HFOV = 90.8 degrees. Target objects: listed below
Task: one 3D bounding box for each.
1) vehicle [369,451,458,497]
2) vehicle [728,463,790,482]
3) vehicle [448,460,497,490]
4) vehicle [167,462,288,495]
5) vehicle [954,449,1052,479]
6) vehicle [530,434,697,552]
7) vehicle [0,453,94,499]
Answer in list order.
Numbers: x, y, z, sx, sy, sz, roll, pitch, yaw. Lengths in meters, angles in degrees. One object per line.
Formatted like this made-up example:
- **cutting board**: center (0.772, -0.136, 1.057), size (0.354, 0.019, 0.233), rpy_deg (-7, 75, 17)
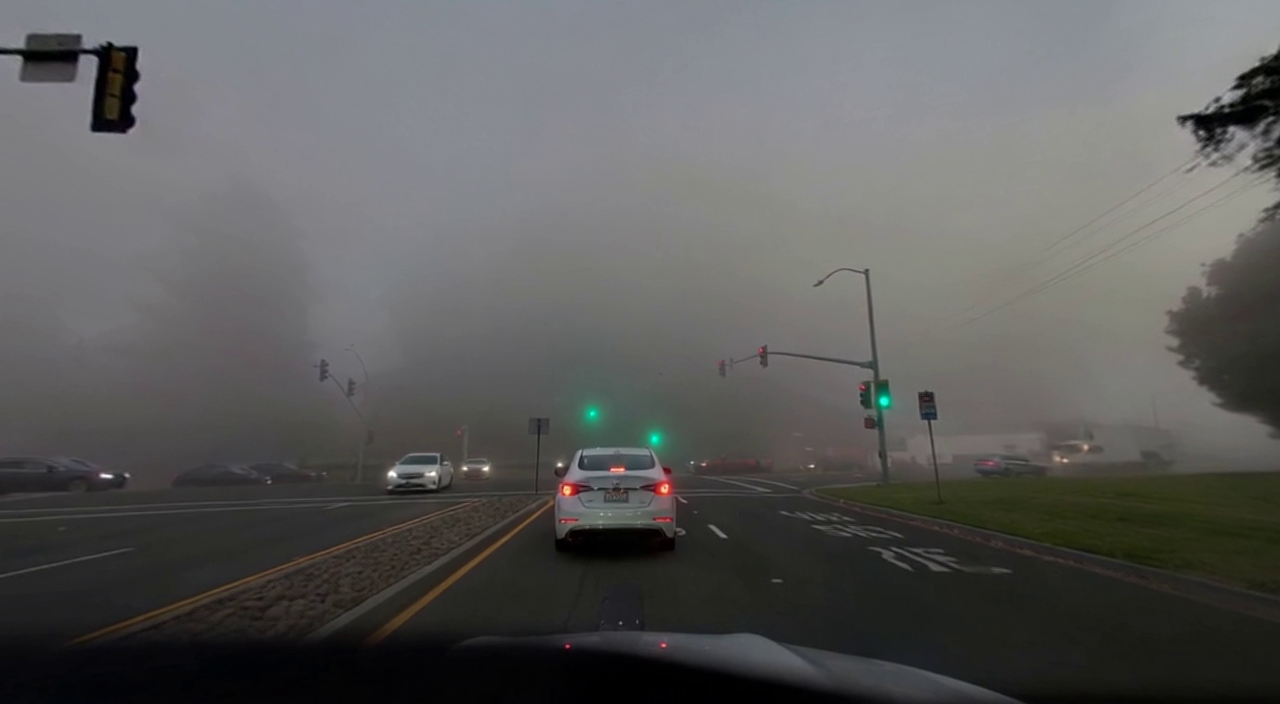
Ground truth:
- **vehicle**: center (-7.952, 4.287, 22.673), size (2.073, 1.459, 4.495), rpy_deg (1, -9, -8)
- **vehicle**: center (9.070, 9.175, 48.257), size (4.254, 1.359, 1.895), rpy_deg (2, -9, -15)
- **vehicle**: center (-9.790, 7.182, 37.210), size (2.078, 1.534, 4.646), rpy_deg (1, -9, -6)
- **vehicle**: center (-20.062, 6.140, 30.929), size (4.548, 1.449, 1.802), rpy_deg (2, -9, -13)
- **vehicle**: center (19.521, 5.978, 33.974), size (4.601, 1.485, 1.929), rpy_deg (3, -9, -19)
- **vehicle**: center (-0.370, 2.125, 10.201), size (2.112, 1.479, 4.264), rpy_deg (0, -9, -1)
- **vehicle**: center (-25.759, 5.002, 25.687), size (4.877, 1.754, 1.978), rpy_deg (2, -9, -13)
